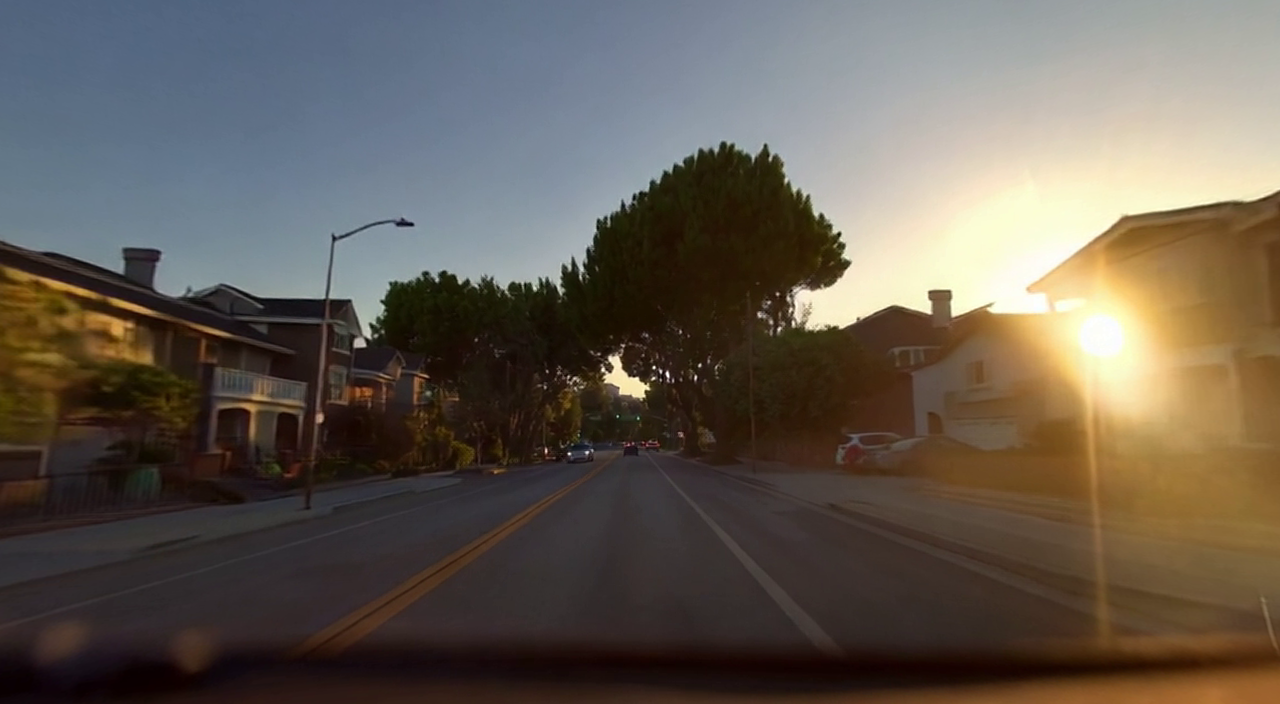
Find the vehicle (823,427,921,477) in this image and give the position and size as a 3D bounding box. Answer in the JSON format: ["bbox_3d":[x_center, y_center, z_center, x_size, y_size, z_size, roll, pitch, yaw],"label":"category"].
[{"bbox_3d":[9.186,4.032,25.541,2.121,1.785,4.693,0,-9,-1],"label":"vehicle"}]

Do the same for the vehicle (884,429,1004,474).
[{"bbox_3d":[11.948,3.965,25.308,2.181,1.530,4.867,-2,-9,-3],"label":"vehicle"}]
